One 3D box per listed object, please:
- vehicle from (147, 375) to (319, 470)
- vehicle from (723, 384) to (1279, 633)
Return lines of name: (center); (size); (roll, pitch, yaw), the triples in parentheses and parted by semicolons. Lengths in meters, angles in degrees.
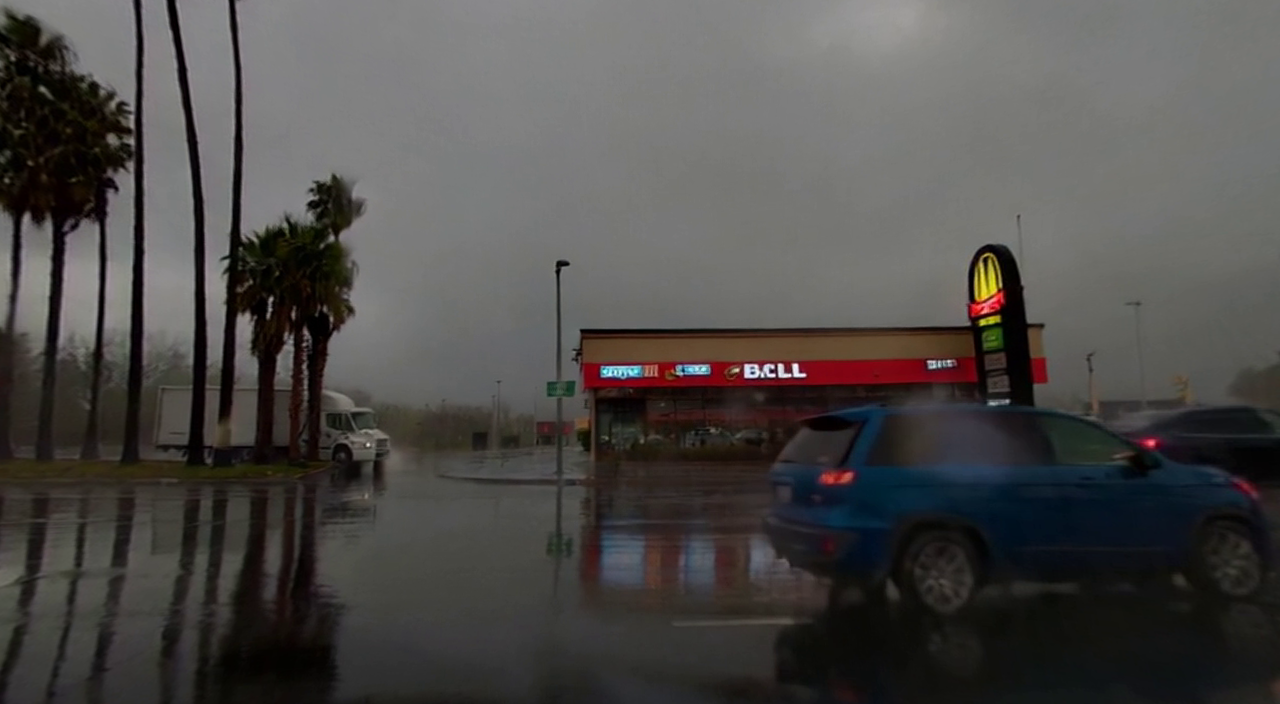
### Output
vehicle: (-18.767, 3.459, 30.019); (3.034, 3.929, 7.699); (0, -8, -1)
vehicle: (3.194, 1.255, 5.683); (4.493, 1.728, 2.137); (0, -8, -3)
